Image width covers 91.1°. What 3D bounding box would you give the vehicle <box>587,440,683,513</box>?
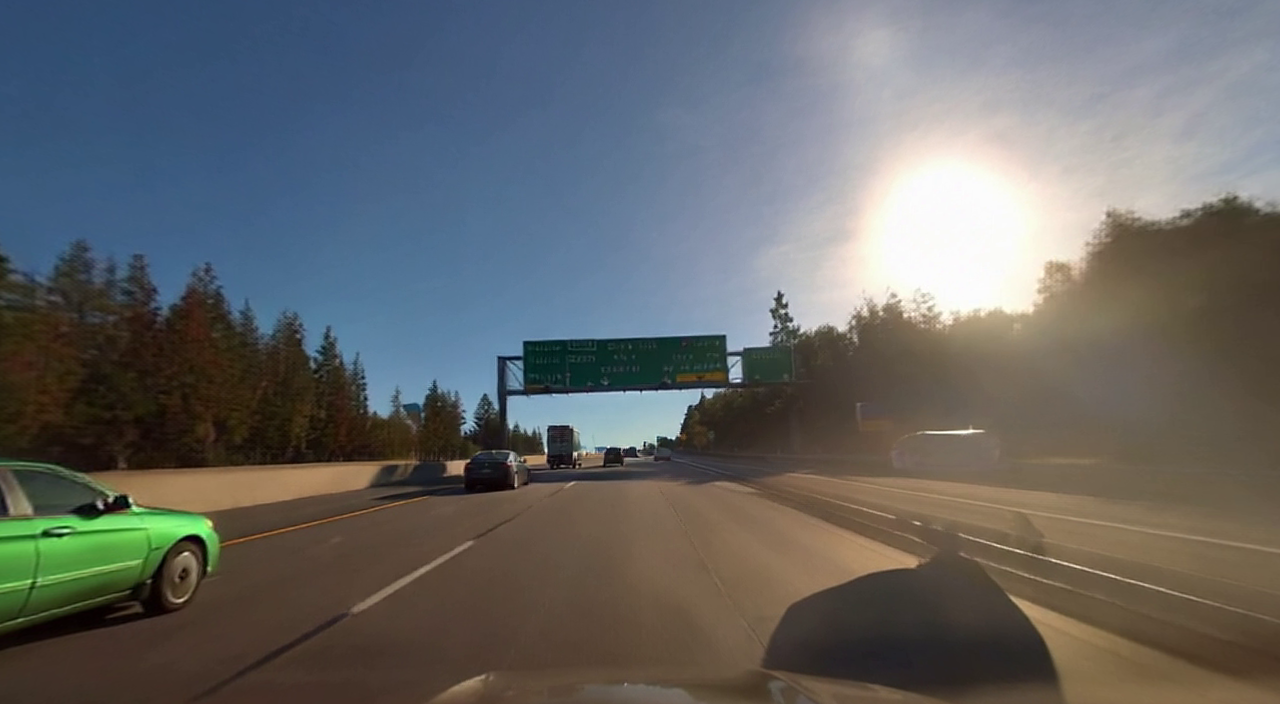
[{"bbox_3d":[-0.123,2.813,14.590,1.940,1.451,3.512,0,-9,-1],"label":"vehicle"}]

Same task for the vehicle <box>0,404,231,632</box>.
[{"bbox_3d":[-5.648,1.273,4.996,2.058,1.626,4.118,0,-9,-2],"label":"vehicle"}]

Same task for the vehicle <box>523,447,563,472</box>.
[{"bbox_3d":[-5.779,6.438,37.860,1.814,1.417,3.860,0,-9,0],"label":"vehicle"}]

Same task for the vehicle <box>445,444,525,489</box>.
[{"bbox_3d":[-5.529,4.120,22.944,1.892,1.481,4.180,0,-9,0],"label":"vehicle"}]
